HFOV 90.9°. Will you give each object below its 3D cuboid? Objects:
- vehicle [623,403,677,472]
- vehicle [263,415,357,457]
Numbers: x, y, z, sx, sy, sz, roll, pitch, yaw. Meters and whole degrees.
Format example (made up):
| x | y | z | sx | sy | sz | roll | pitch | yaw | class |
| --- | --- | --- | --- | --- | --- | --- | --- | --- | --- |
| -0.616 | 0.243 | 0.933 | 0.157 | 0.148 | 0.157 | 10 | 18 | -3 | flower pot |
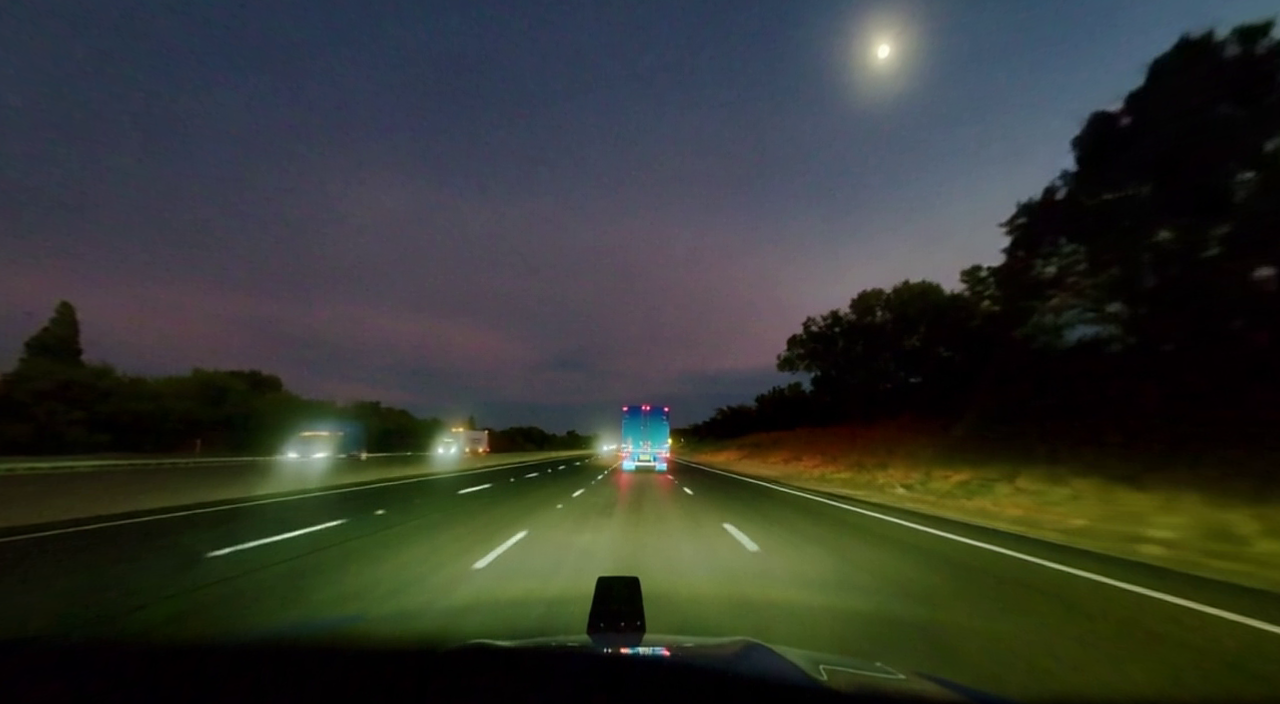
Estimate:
| x | y | z | sx | sy | sz | roll | pitch | yaw | class |
| --- | --- | --- | --- | --- | --- | --- | --- | --- | --- |
| 0.430 | 5.820 | 42.222 | 3.055 | 4.009 | 10.972 | 0 | -9 | -2 | vehicle |
| -19.998 | 5.232 | 38.558 | 2.270 | 2.351 | 5.551 | -1 | -10 | 5 | vehicle |
